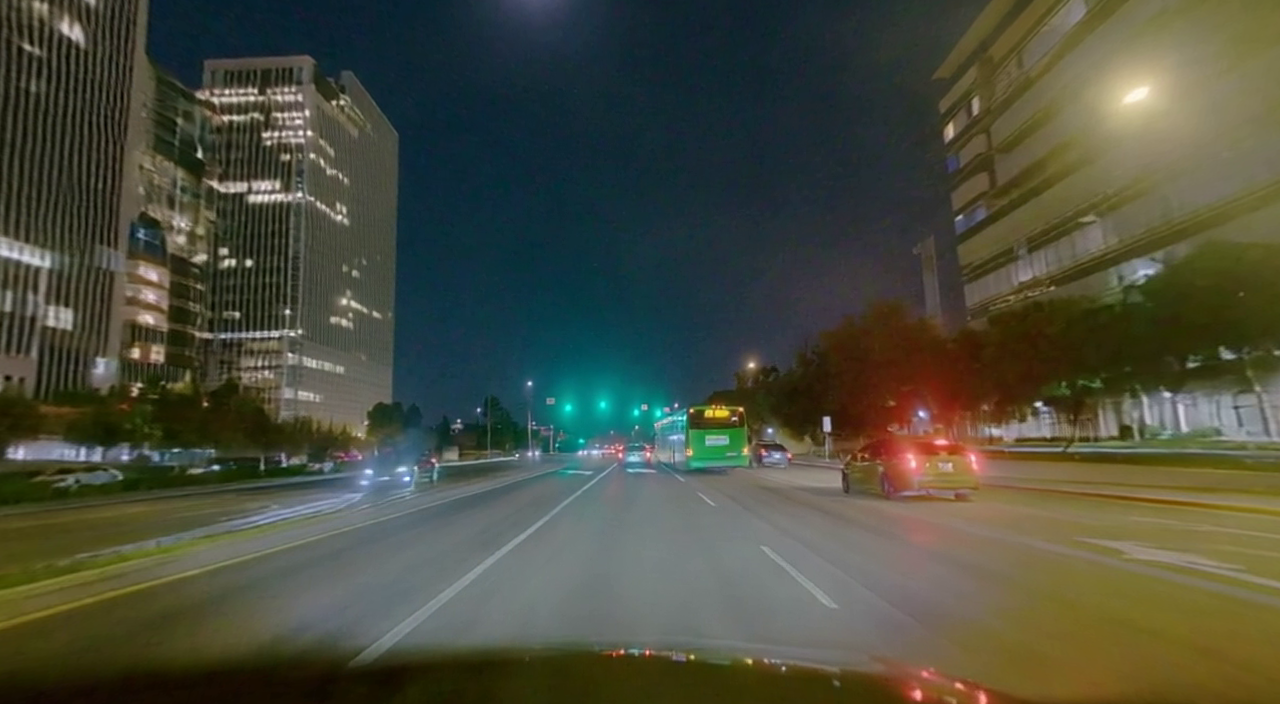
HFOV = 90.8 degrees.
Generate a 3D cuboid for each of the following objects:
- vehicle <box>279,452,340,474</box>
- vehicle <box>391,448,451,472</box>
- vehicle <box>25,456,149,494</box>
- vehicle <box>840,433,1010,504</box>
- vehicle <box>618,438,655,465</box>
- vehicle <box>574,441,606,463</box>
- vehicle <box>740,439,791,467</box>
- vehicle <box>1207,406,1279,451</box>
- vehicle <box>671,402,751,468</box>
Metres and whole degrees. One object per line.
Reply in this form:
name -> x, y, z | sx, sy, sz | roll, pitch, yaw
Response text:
vehicle -> -23.719, 7.981, 45.506 | 1.878, 1.480, 4.586 | 0, -9, 1
vehicle -> -14.542, 7.156, 42.200 | 2.046, 1.494, 4.902 | 0, -9, 3
vehicle -> -29.177, 6.486, 33.601 | 2.039, 1.777, 5.029 | 0, -9, -1
vehicle -> 6.638, 2.767, 15.388 | 1.992, 1.447, 4.414 | 0, -9, -1
vehicle -> -0.221, 6.043, 38.400 | 2.145, 1.572, 4.021 | 0, -9, -1
vehicle -> -3.456, 7.011, 44.371 | 1.990, 1.480, 3.941 | 0, -9, 0
vehicle -> 7.072, 5.746, 36.130 | 1.886, 1.474, 4.495 | 0, -9, -1
vehicle -> 42.801, 5.360, 43.782 | 2.477, 2.965, 4.646 | 0, -9, 1
vehicle -> 3.796, 4.854, 36.328 | 2.760, 3.325, 9.045 | 1, -9, -5
